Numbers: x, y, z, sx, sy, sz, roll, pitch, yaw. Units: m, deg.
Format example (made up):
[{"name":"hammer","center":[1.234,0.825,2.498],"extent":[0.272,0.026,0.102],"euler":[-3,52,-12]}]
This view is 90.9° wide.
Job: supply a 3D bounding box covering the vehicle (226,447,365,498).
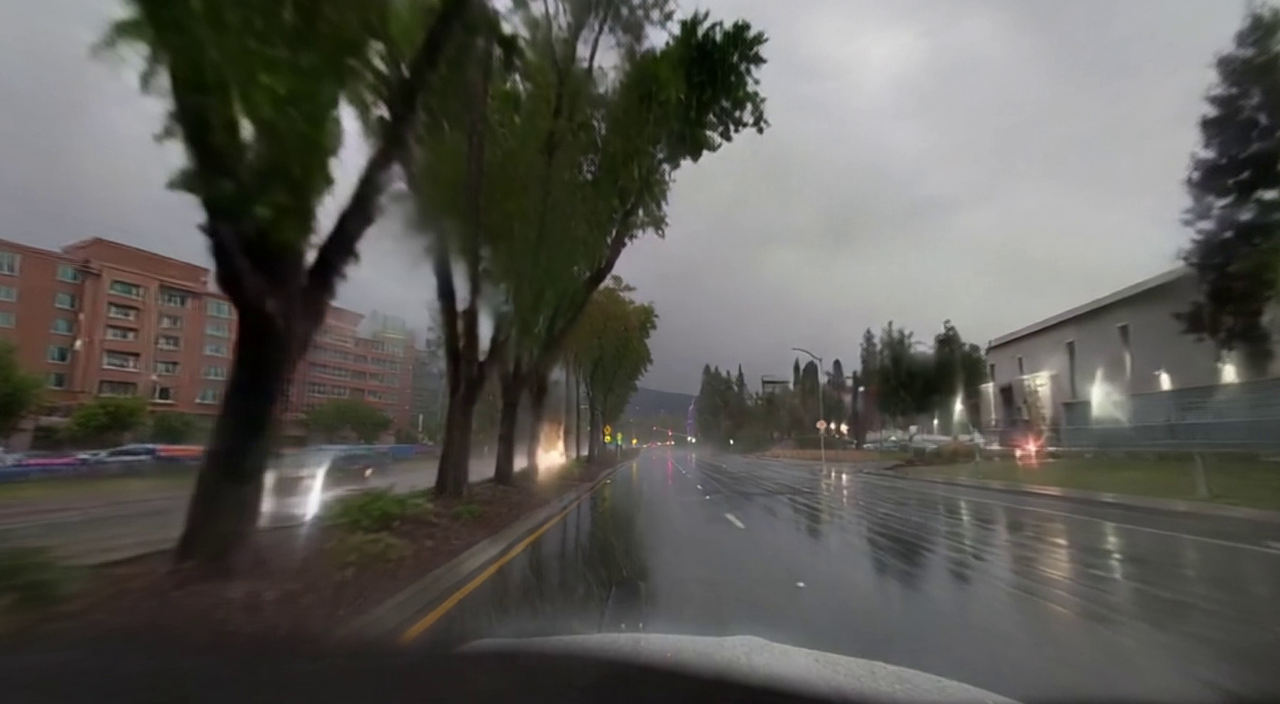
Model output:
[{"name":"vehicle","center":[-11.391,3.975,21.339],"extent":[1.930,1.494,4.706],"euler":[0,-8,2]}]
